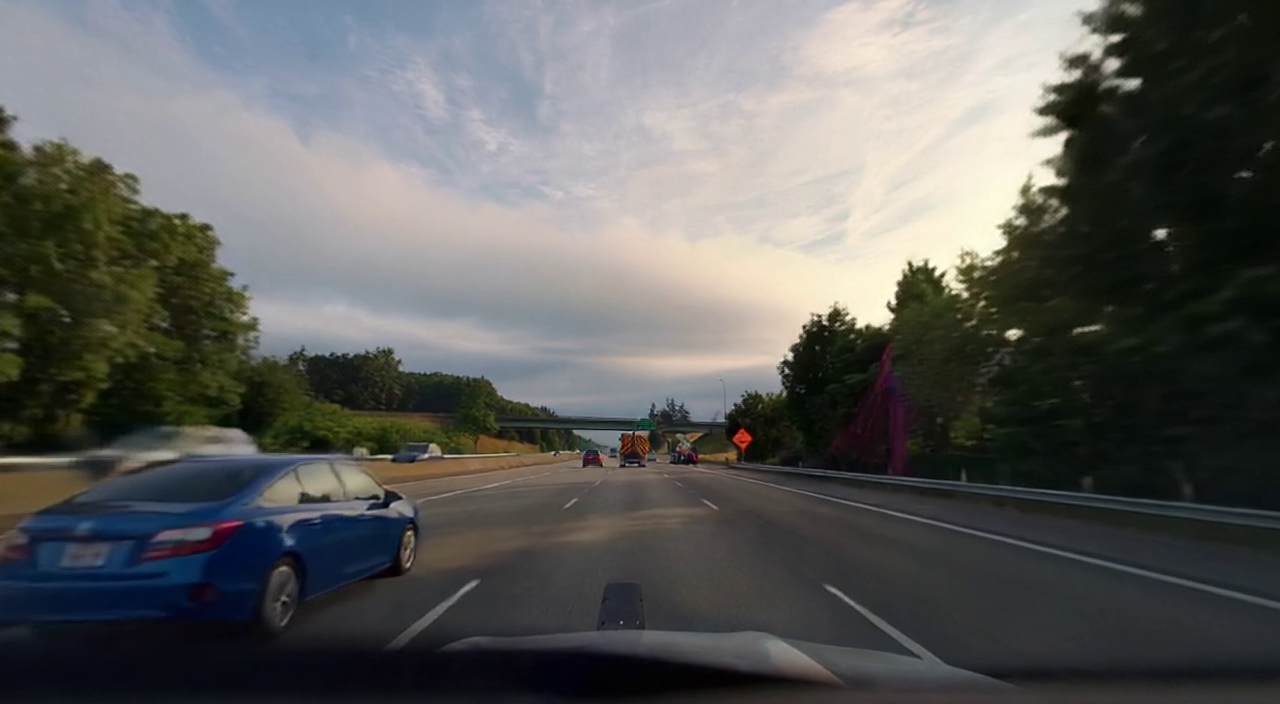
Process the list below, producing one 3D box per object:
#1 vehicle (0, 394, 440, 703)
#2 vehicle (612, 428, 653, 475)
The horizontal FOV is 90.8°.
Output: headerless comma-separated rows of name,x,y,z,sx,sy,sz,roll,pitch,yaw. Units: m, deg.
vehicle,-3.351,1.346,5.057,2.088,1.643,4.215,0,-9,0
vehicle,-0.544,7.058,44.812,2.672,3.056,6.900,0,-9,-1
